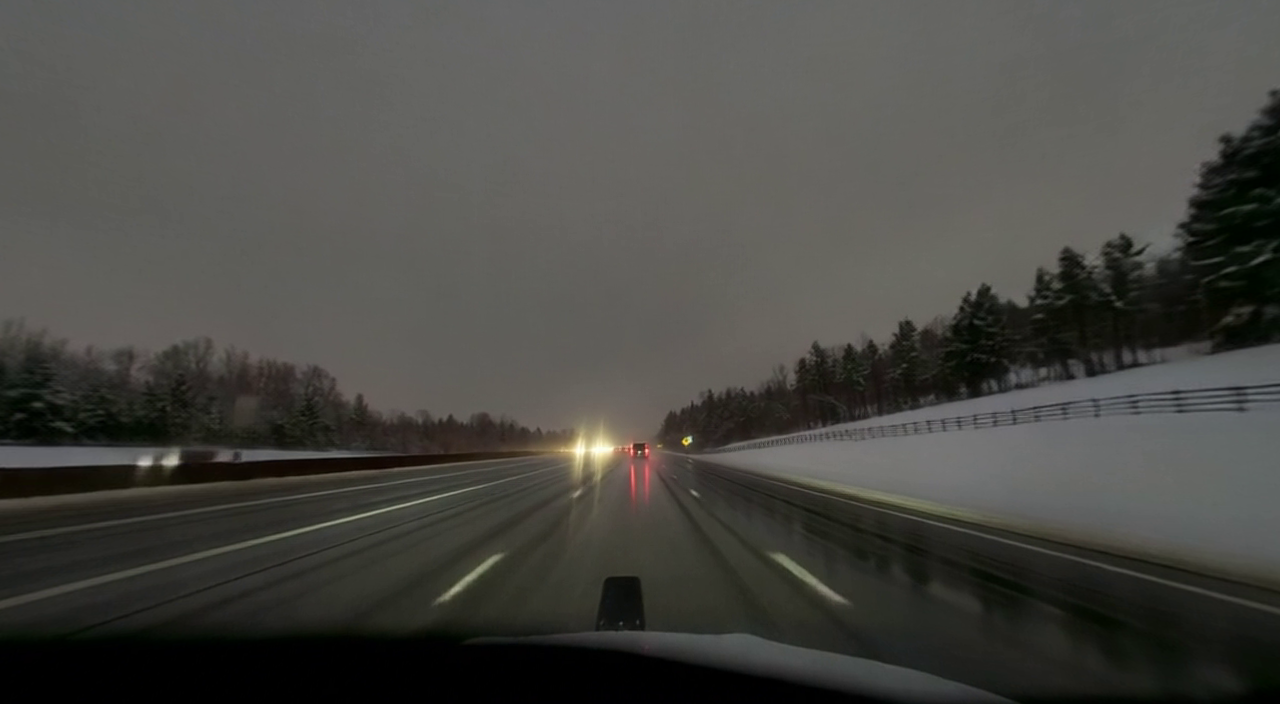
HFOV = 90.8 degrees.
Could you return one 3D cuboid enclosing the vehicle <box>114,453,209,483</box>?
[{"bbox_3d":[-24.571,5.954,32.550,1.911,1.415,3.725,0,-9,1],"label":"vehicle"}]
